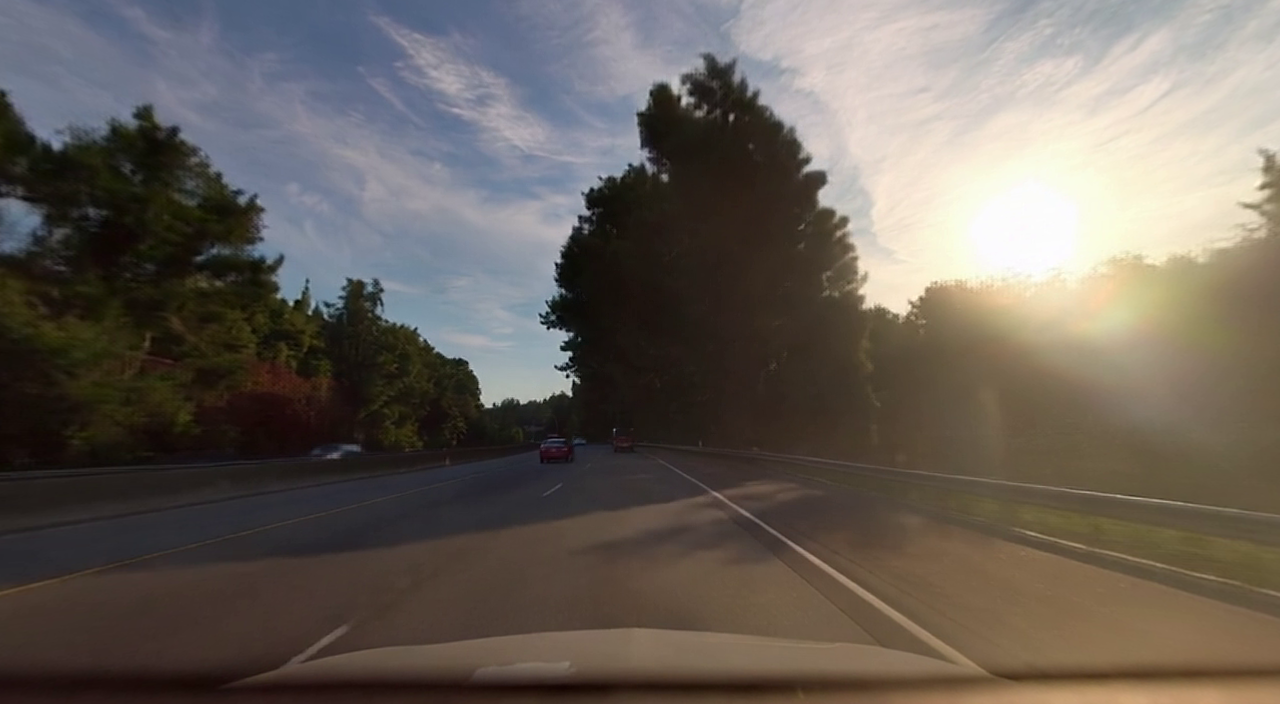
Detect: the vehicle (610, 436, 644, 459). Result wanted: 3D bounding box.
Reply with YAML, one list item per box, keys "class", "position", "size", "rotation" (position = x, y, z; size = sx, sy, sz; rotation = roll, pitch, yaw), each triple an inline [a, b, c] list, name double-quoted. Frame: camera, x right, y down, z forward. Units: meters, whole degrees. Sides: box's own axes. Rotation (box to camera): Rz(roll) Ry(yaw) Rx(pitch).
- class: "vehicle"
  position: [-0.858, 6.435, 42.748]
  size: [2.162, 1.460, 4.242]
  rotation: [0, -8, 0]

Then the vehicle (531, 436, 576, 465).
- class: "vehicle"
  position: [-4.508, 5.174, 33.367]
  size: [1.907, 1.445, 4.049]
  rotation: [0, -8, -2]
